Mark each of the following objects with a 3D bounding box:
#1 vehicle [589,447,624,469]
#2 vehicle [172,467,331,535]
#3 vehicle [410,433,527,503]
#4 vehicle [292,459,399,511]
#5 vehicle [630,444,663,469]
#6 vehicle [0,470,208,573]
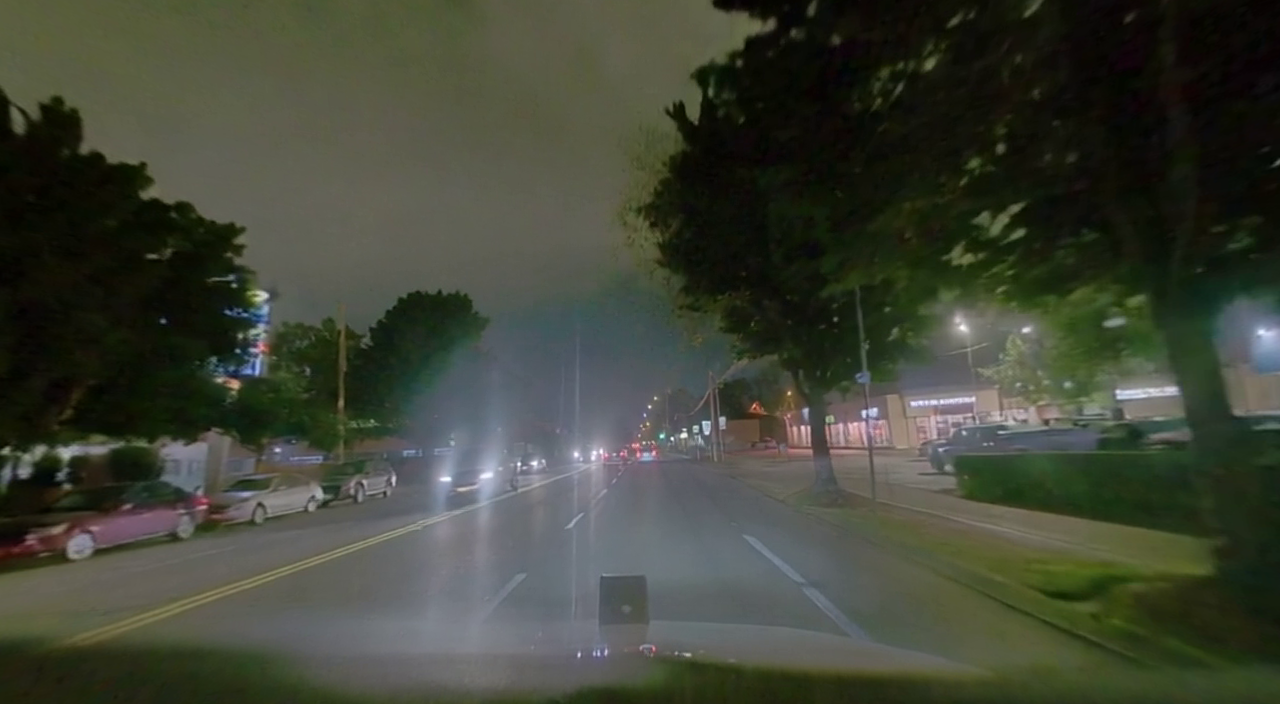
[{"bbox_3d":[-2.220,7.147,42.774,2.099,1.424,4.609,0,-8,1],"label":"vehicle"},{"bbox_3d":[-11.322,4.316,18.841,1.858,1.469,4.665,-4,-9,0],"label":"vehicle"},{"bbox_3d":[-6.008,4.150,23.115,2.644,2.161,5.825,-1,-8,1],"label":"vehicle"},{"bbox_3d":[-11.248,5.067,24.473,1.925,1.709,4.426,0,-8,1],"label":"vehicle"},{"bbox_3d":[0.421,6.748,40.883,2.020,1.478,3.922,0,-8,1],"label":"vehicle"},{"bbox_3d":[-11.269,3.332,12.966,1.946,1.526,3.954,-2,-7,0],"label":"vehicle"}]
